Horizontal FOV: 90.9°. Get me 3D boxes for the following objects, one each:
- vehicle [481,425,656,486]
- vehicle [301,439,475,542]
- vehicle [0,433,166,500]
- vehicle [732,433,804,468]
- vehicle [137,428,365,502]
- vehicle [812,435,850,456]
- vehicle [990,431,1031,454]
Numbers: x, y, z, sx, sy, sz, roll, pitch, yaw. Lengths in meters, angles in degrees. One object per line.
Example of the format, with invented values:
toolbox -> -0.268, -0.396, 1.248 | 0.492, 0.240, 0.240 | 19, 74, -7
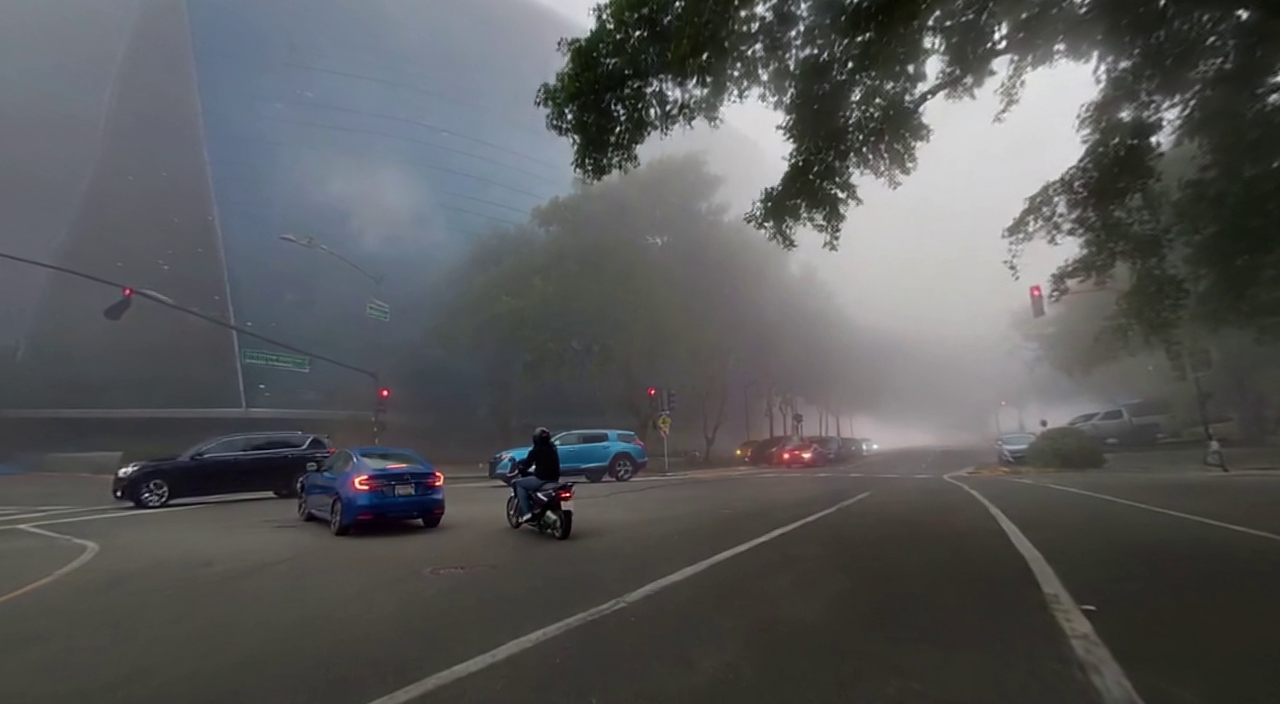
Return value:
vehicle -> -2.519, 3.673, 22.865 | 5.833, 1.960, 2.341 | 4, -9, -30
vehicle -> -4.699, 2.315, 11.388 | 2.009, 1.450, 4.182 | 5, -9, -34
vehicle -> -16.360, 3.188, 17.847 | 4.380, 1.727, 2.052 | -1, -8, 7
vehicle -> 6.754, 5.101, 32.940 | 2.084, 1.656, 4.583 | -5, -9, 32
vehicle -> -9.920, 2.902, 16.389 | 4.583, 1.755, 1.936 | 0, -8, -1
vehicle -> 14.772, 7.169, 48.661 | 2.024, 1.543, 4.028 | -4, -9, 27
vehicle -> 26.083, 6.375, 44.502 | 1.872, 1.467, 4.385 | -4, -9, 24
